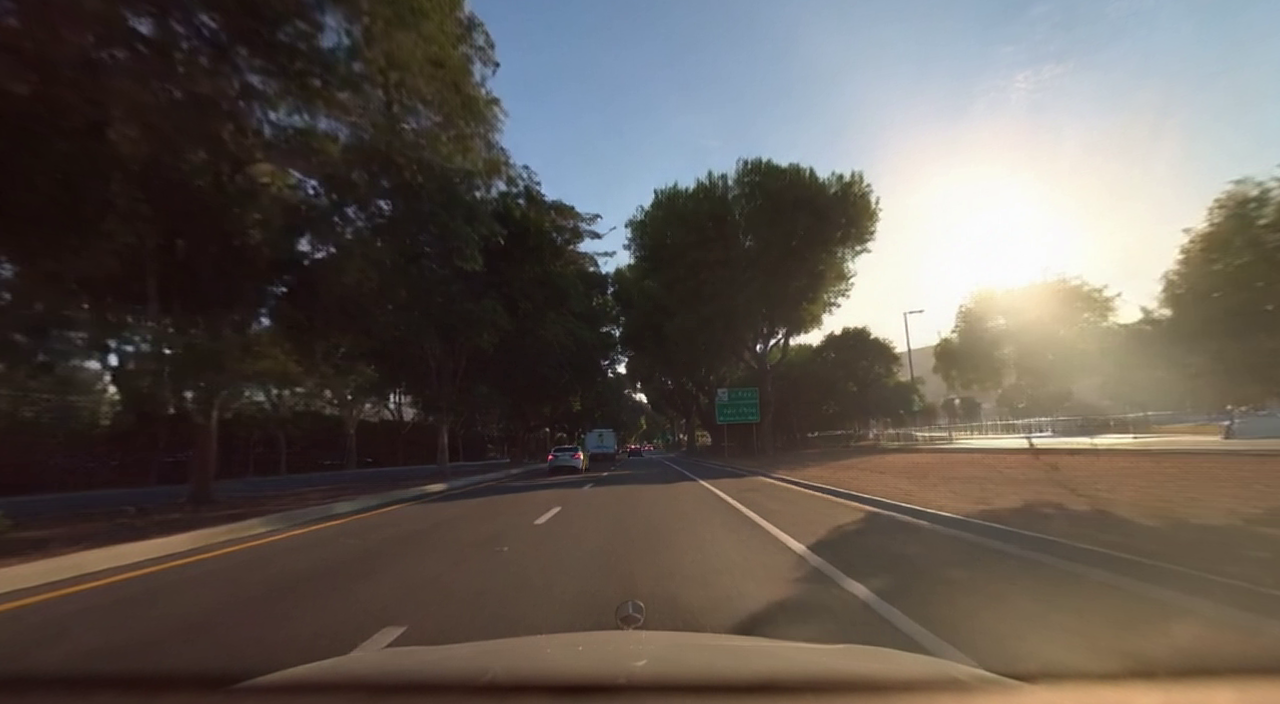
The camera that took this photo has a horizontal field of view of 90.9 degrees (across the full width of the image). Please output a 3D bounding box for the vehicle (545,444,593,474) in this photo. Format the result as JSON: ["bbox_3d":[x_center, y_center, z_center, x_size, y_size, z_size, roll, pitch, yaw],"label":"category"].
[{"bbox_3d":[-3.660,5.576,33.201,2.005,1.462,4.345,0,-9,1],"label":"vehicle"}]
